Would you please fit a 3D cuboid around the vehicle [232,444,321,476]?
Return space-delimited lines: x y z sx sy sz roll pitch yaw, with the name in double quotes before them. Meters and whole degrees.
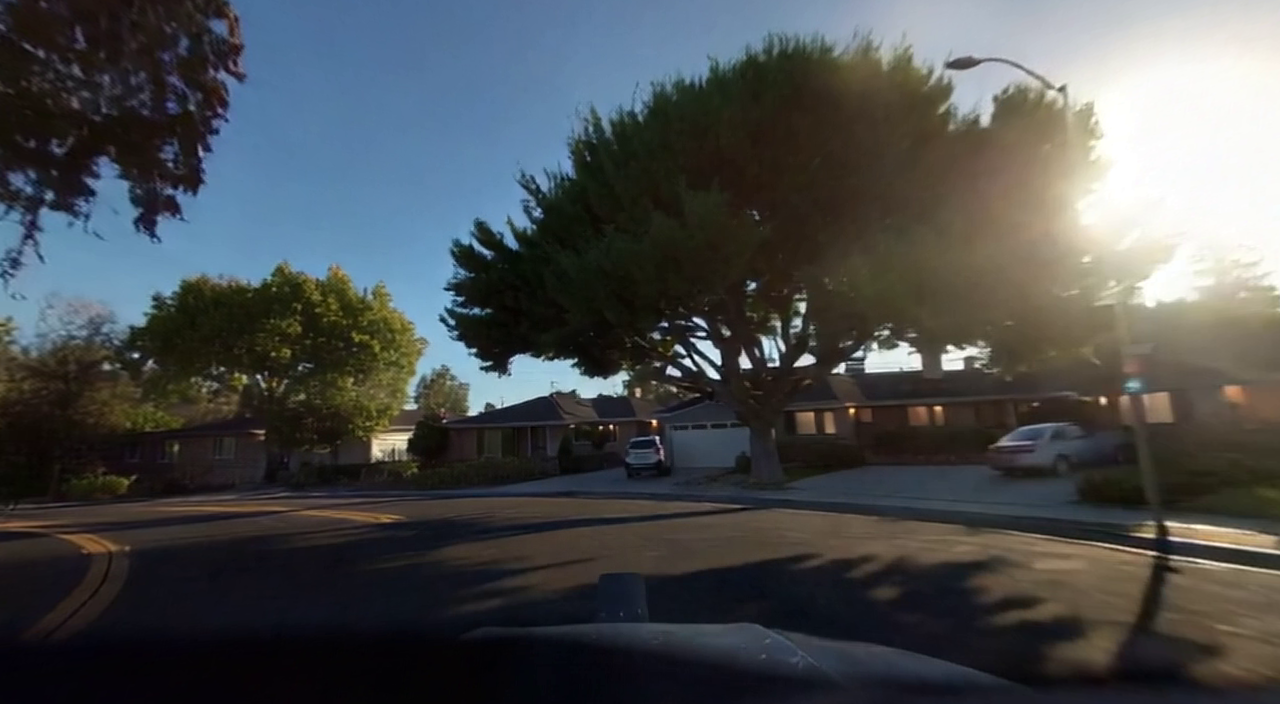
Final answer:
"vehicle" -19.979 5.922 34.939 2.042 1.633 4.132 -1 -9 8

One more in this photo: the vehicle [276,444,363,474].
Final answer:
"vehicle" -17.353 5.801 34.461 1.933 1.477 4.361 -1 -9 9

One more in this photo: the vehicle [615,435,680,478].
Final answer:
"vehicle" 0.397 4.176 25.749 1.819 1.442 4.329 -2 -6 12

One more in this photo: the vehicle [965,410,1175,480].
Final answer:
"vehicle" 11.440 2.432 16.856 4.799 1.451 2.144 -1 -8 -21
